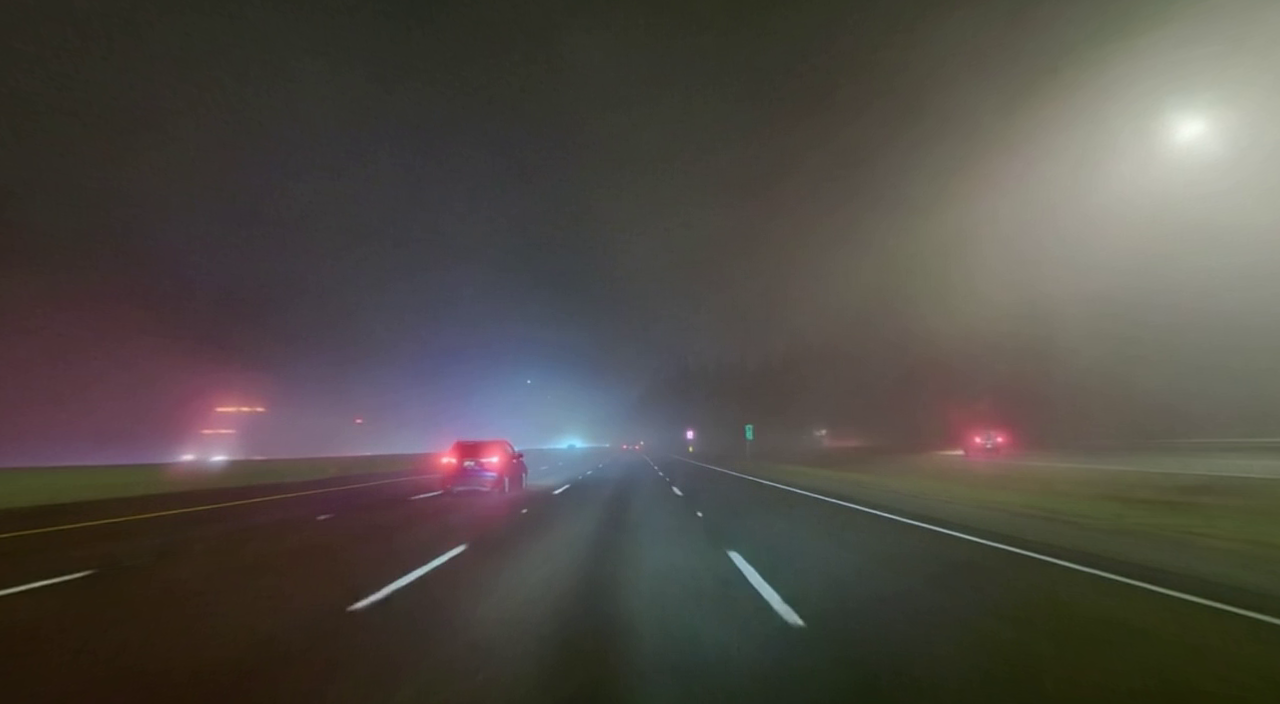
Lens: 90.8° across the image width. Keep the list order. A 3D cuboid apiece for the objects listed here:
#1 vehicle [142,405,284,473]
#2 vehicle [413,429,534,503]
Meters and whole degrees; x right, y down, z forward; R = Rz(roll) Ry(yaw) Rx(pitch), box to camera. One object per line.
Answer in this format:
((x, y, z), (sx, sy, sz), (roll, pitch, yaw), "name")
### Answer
((-26.170, 5.454, 39.370), (3.039, 3.755, 8.042), (0, -9, 1), "vehicle")
((-4.330, 3.045, 17.333), (2.102, 1.727, 4.704), (0, -9, -1), "vehicle")
